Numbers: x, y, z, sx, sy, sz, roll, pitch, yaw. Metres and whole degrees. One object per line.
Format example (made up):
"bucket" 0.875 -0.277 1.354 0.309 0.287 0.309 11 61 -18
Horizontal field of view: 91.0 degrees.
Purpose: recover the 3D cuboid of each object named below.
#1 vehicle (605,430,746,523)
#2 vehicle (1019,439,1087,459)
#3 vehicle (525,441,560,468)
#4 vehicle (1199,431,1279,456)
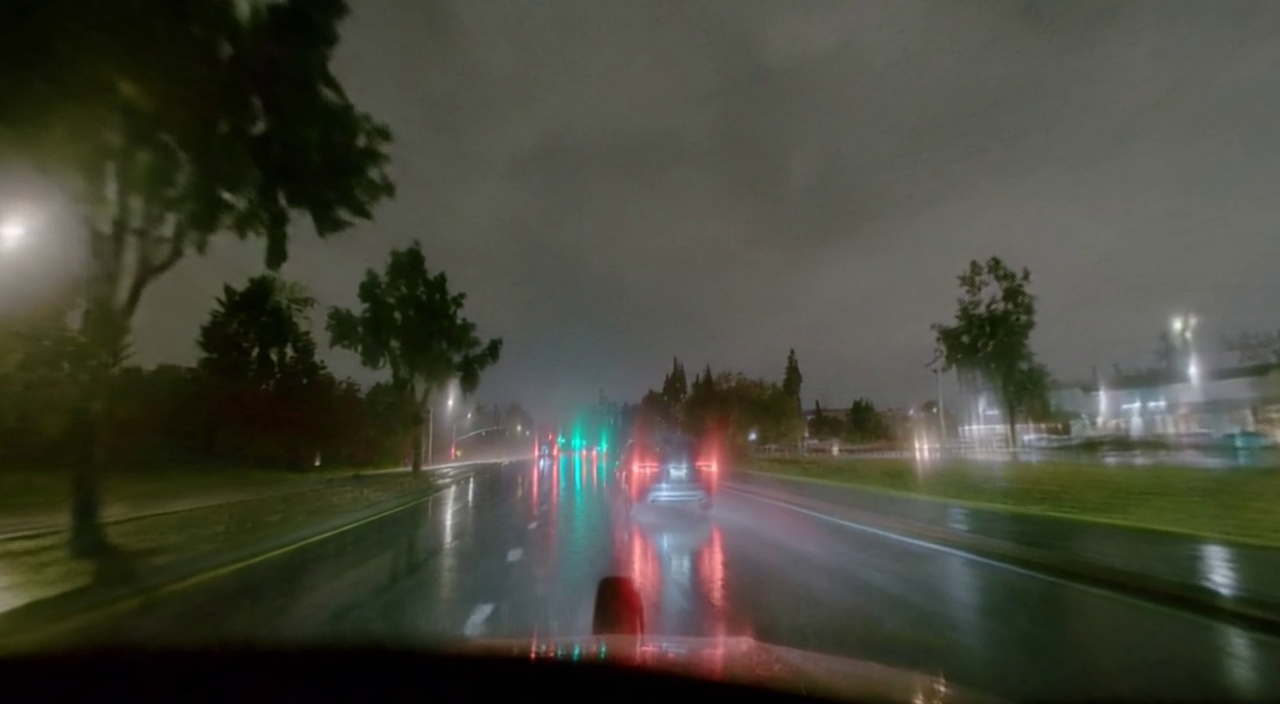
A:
"vehicle" 0.506 2.576 13.659 2.235 1.597 4.918 1 -9 -6
"vehicle" 32.613 7.666 49.877 1.867 1.471 4.788 0 -9 -4
"vehicle" -6.762 7.150 44.161 2.189 1.776 4.342 0 -9 -6
"vehicle" 43.216 6.527 44.940 1.838 1.677 4.747 1 -9 -6
